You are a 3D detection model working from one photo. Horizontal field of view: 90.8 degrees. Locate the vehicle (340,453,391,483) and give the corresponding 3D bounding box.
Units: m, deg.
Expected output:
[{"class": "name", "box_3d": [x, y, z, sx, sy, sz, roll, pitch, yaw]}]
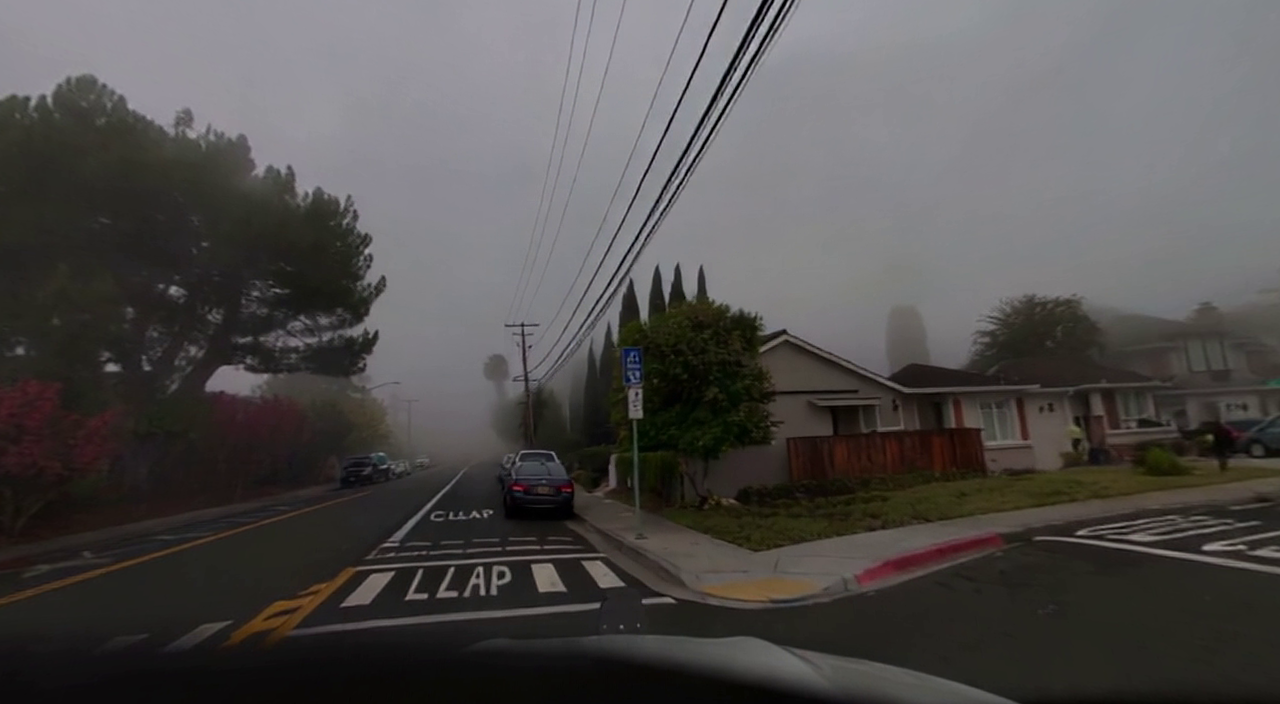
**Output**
[{"class": "vehicle", "box_3d": [-17.858, 7.540, 41.343, 2.203, 1.787, 4.704, 2, -9, -14]}]
